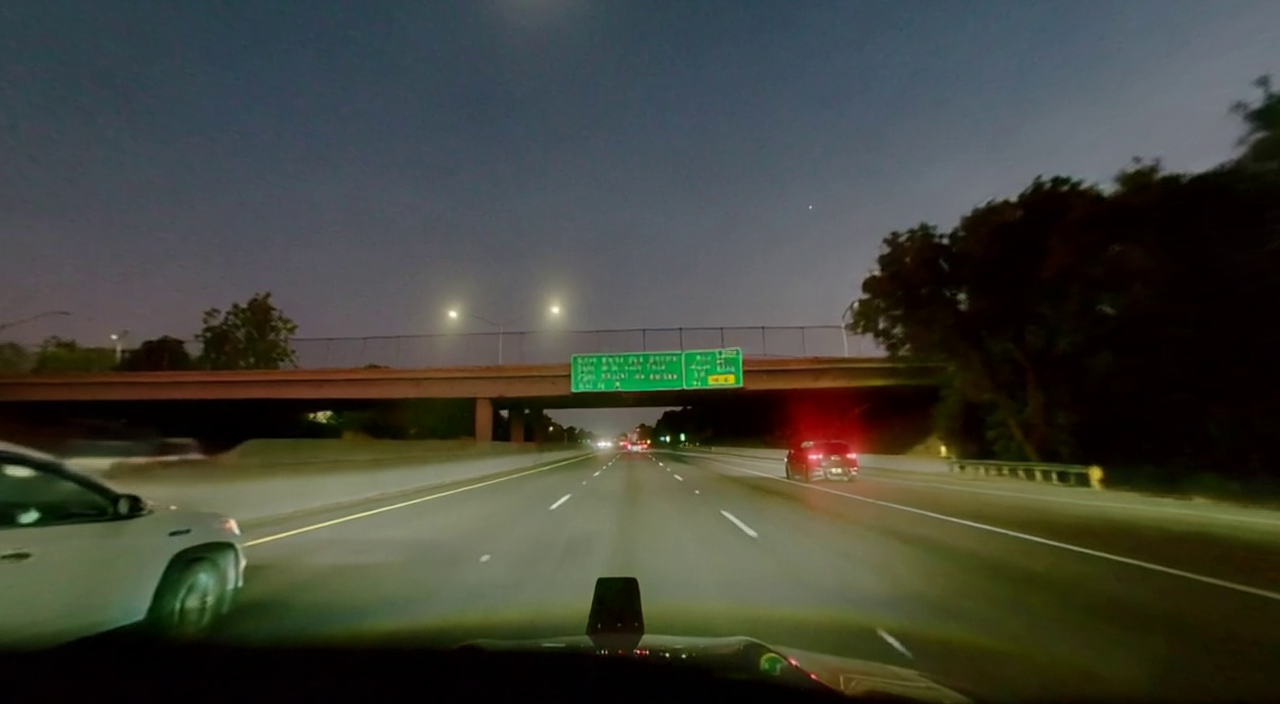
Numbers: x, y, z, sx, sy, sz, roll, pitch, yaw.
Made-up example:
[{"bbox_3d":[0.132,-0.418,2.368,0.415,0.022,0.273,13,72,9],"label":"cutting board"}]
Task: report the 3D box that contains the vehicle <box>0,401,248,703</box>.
[{"bbox_3d":[-3.791,0.921,2.246,2.050,1.547,4.266,0,-9,0],"label":"vehicle"}]
